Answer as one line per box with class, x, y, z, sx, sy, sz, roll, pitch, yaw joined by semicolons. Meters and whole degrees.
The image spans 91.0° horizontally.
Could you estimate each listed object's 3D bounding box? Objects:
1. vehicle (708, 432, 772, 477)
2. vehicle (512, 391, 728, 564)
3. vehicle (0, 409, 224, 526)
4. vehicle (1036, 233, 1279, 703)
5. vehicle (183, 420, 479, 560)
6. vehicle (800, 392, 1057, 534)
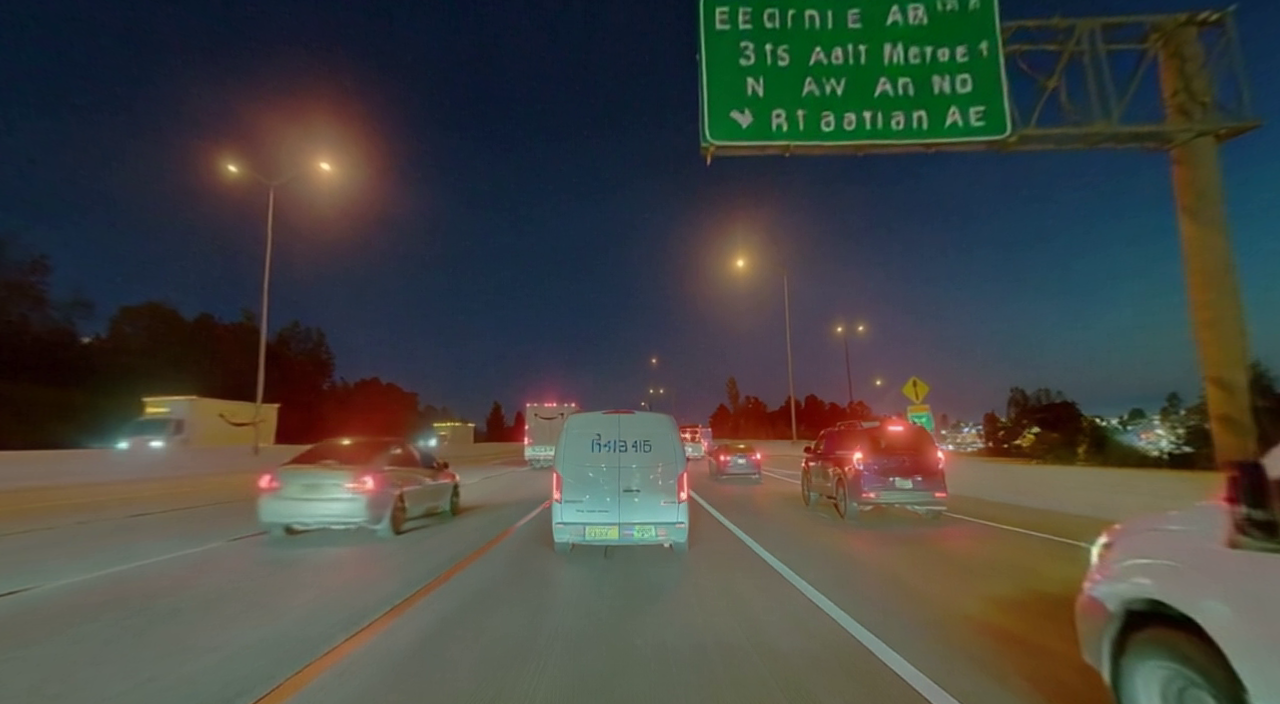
vehicle;4.147;4.342;26.907;2.064;1.720;4.416;0;-8;1
vehicle;-0.207;1.658;8.961;2.287;1.823;4.369;0;-8;0
vehicle;-10.493;2.052;11.704;2.191;1.708;4.784;0;-8;1
vehicle;2.980;0.390;0.193;2.341;1.890;5.144;0;-9;0
vehicle;-3.949;1.835;9.117;1.983;1.496;4.371;0;-8;1
vehicle;4.818;1.986;11.741;2.179;1.999;5.331;1;-9;-1
